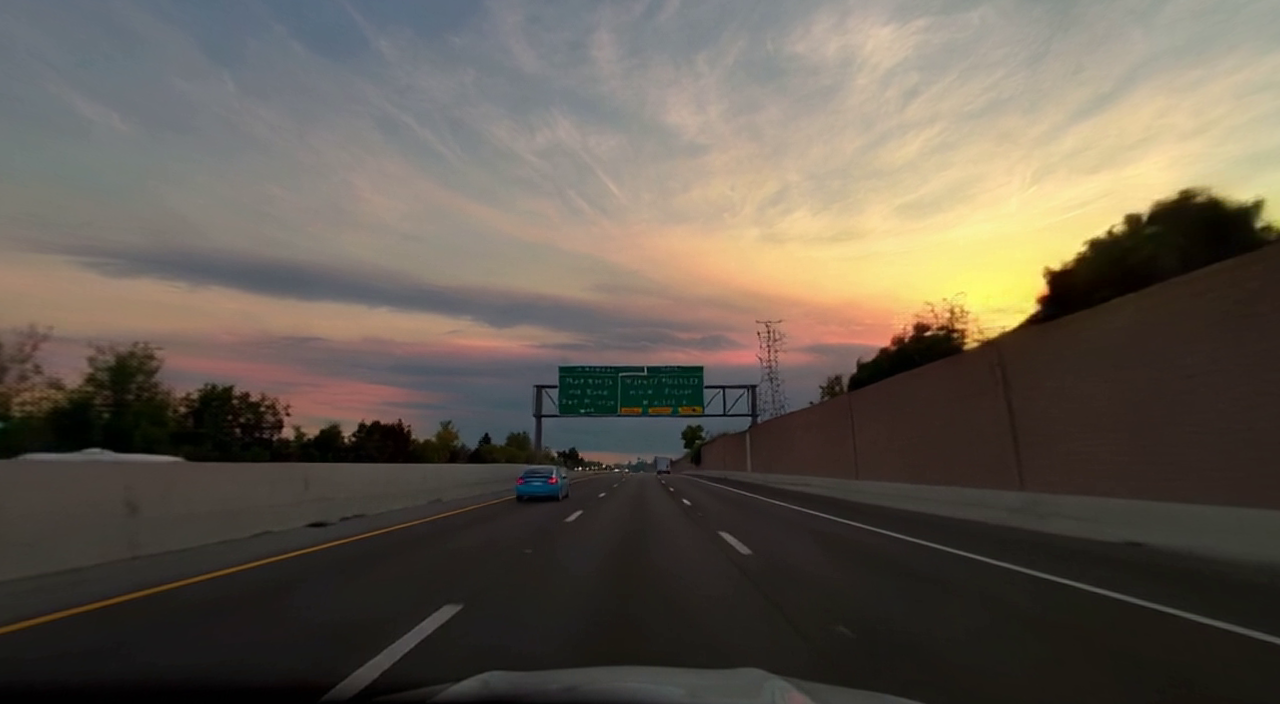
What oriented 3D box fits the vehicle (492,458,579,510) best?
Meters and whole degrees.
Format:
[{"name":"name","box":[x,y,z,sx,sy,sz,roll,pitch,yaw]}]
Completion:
[{"name":"vehicle","box":[-3.302,4.321,20.920,2.045,1.487,4.582,1,-10,0]}]
